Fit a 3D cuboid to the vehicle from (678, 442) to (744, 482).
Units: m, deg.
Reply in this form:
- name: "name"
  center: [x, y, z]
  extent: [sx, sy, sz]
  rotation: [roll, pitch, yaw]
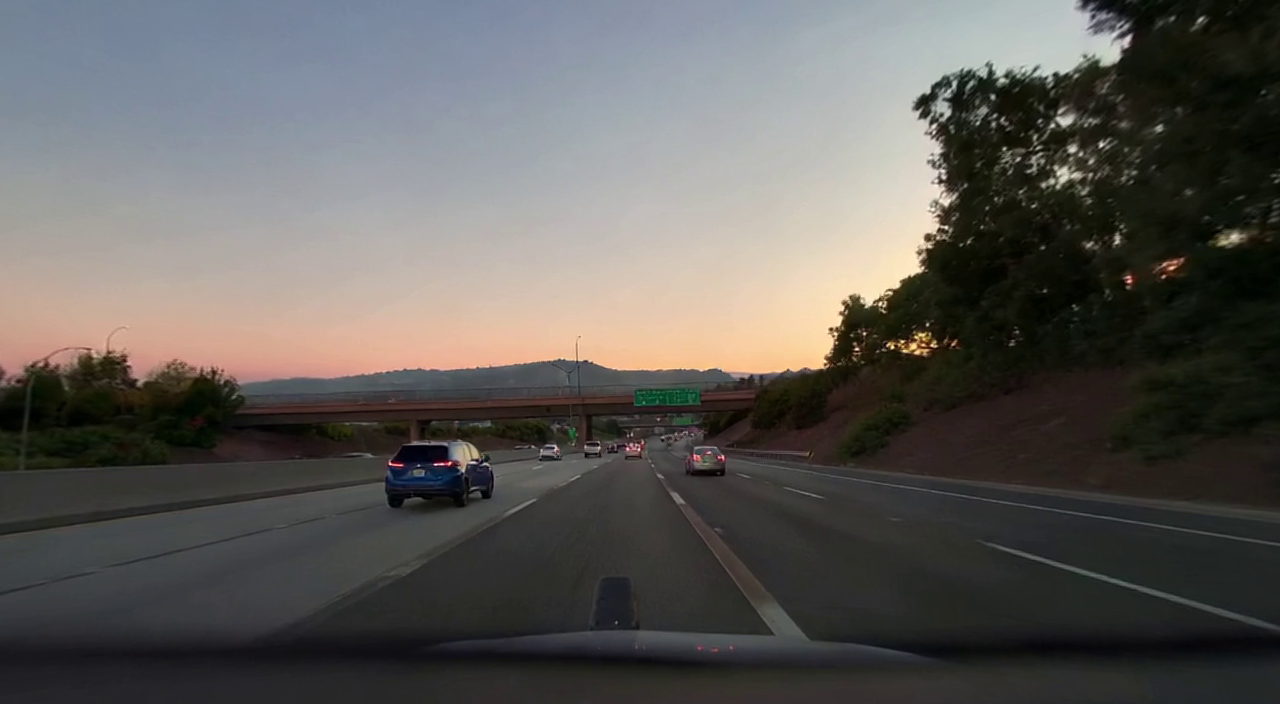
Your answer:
- name: "vehicle"
  center: [2.793, 4.428, 25.803]
  extent: [2.083, 1.453, 4.307]
  rotation: [0, -8, -1]

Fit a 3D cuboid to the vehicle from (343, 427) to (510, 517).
- name: "vehicle"
  center: [-4.377, 2.515, 13.761]
  extent: [2.193, 1.641, 4.077]
  rotation: [0, -8, 0]
